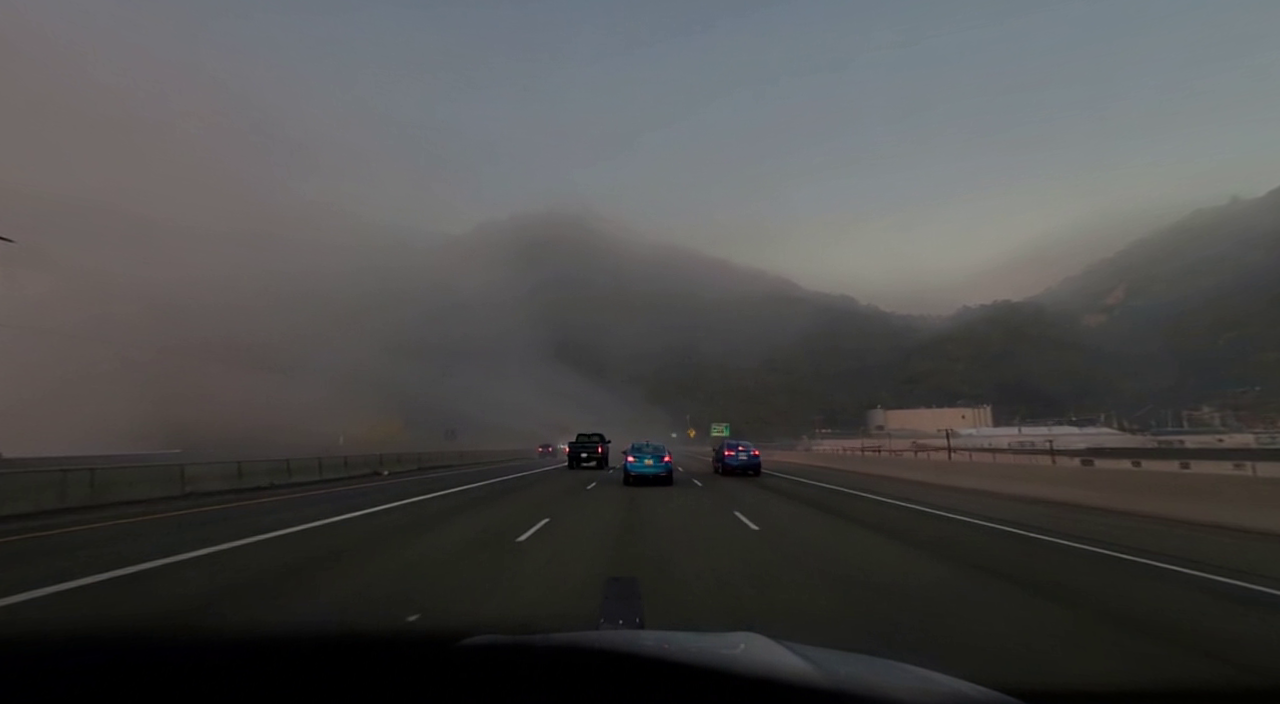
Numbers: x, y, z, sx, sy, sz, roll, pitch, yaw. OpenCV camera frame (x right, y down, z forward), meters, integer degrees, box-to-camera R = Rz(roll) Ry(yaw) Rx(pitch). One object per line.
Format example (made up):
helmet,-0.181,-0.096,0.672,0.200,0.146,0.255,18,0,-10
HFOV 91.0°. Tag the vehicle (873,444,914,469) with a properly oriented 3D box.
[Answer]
vehicle,16.417,6.766,40.935,1.778,1.564,3.906,-1,-9,12

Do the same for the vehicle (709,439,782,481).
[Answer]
vehicle,4.053,4.238,25.067,2.023,1.510,4.773,0,-8,0

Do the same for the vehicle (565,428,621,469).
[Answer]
vehicle,-2.663,5.790,37.893,2.733,2.230,6.820,0,-8,1

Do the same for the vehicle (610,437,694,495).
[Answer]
vehicle,0.303,3.261,18.417,2.171,1.493,4.081,0,-8,0
